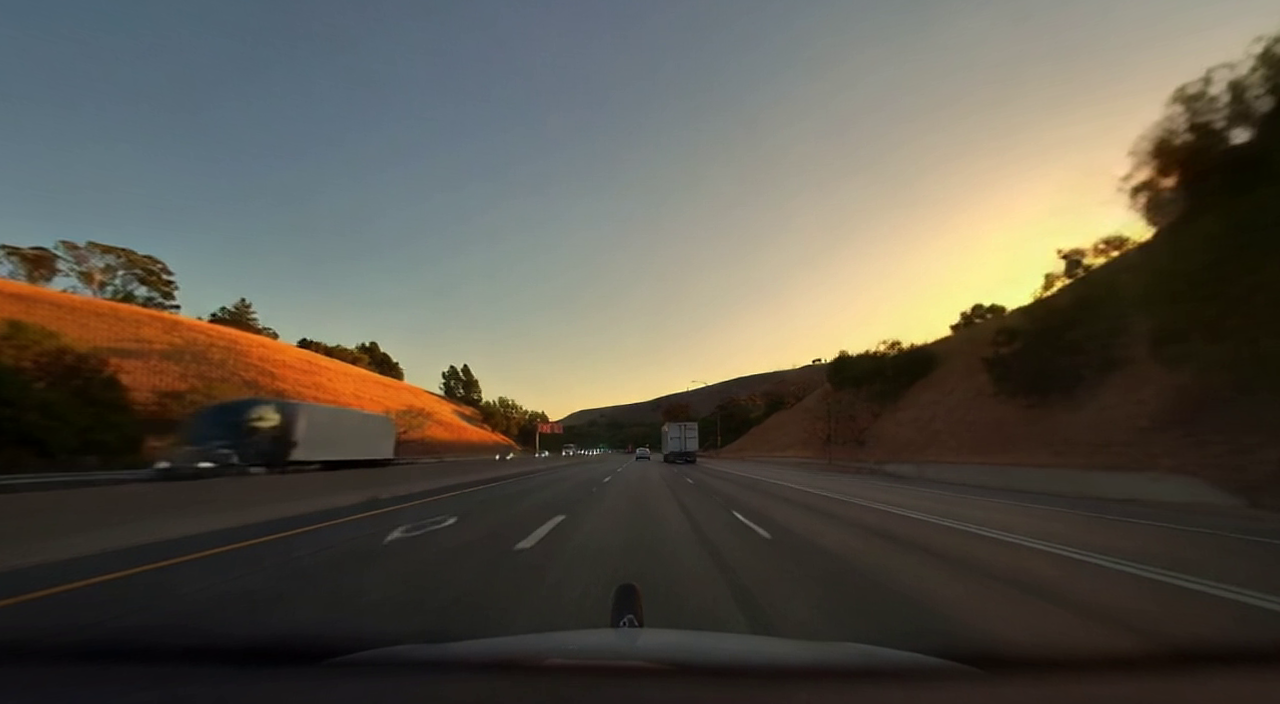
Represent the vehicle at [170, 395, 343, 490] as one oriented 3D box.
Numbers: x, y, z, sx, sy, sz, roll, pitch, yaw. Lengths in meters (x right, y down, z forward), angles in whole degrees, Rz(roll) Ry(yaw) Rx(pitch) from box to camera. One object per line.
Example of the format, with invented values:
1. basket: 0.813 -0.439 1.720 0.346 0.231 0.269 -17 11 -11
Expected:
1. vehicle: -18.213 4.480 30.916 3.033 3.995 8.483 -1 -9 0
